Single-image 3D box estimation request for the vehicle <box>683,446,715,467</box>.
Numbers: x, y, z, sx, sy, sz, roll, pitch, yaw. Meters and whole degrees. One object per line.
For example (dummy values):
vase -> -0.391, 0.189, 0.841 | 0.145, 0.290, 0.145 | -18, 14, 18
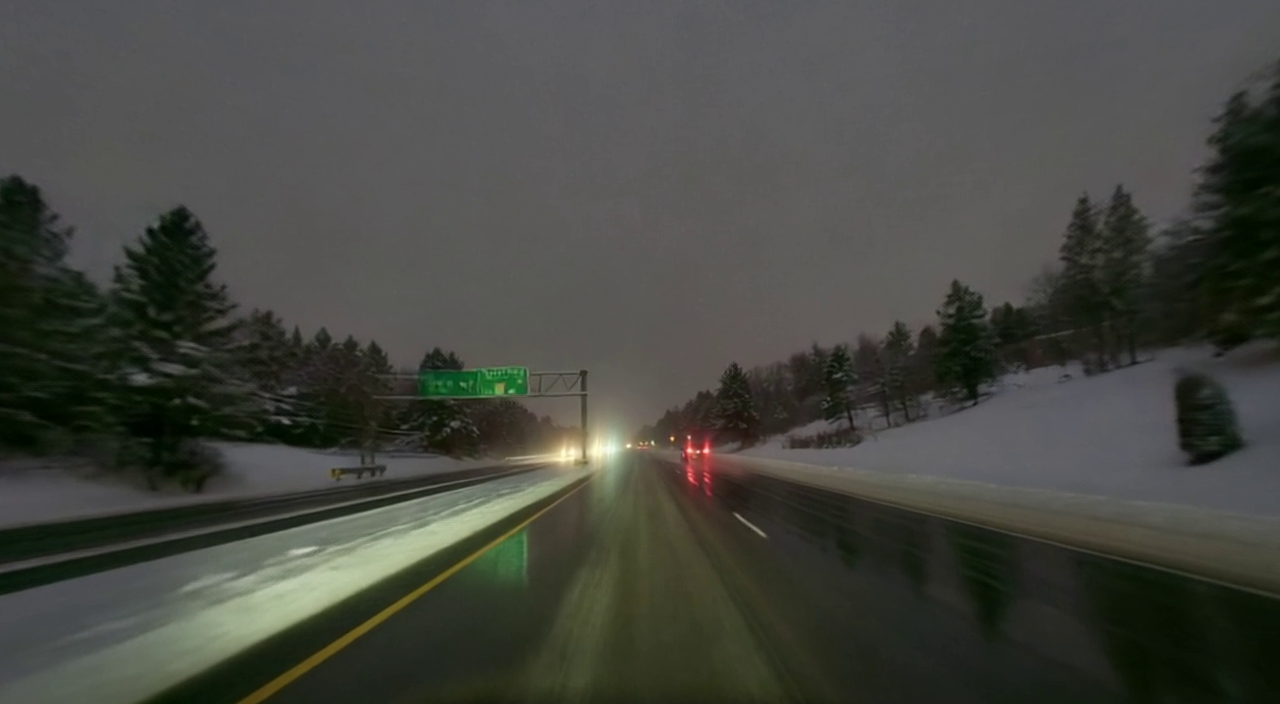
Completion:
vehicle -> 4.178, 7.461, 45.118 | 1.923, 1.408, 3.835 | 0, -9, -1
